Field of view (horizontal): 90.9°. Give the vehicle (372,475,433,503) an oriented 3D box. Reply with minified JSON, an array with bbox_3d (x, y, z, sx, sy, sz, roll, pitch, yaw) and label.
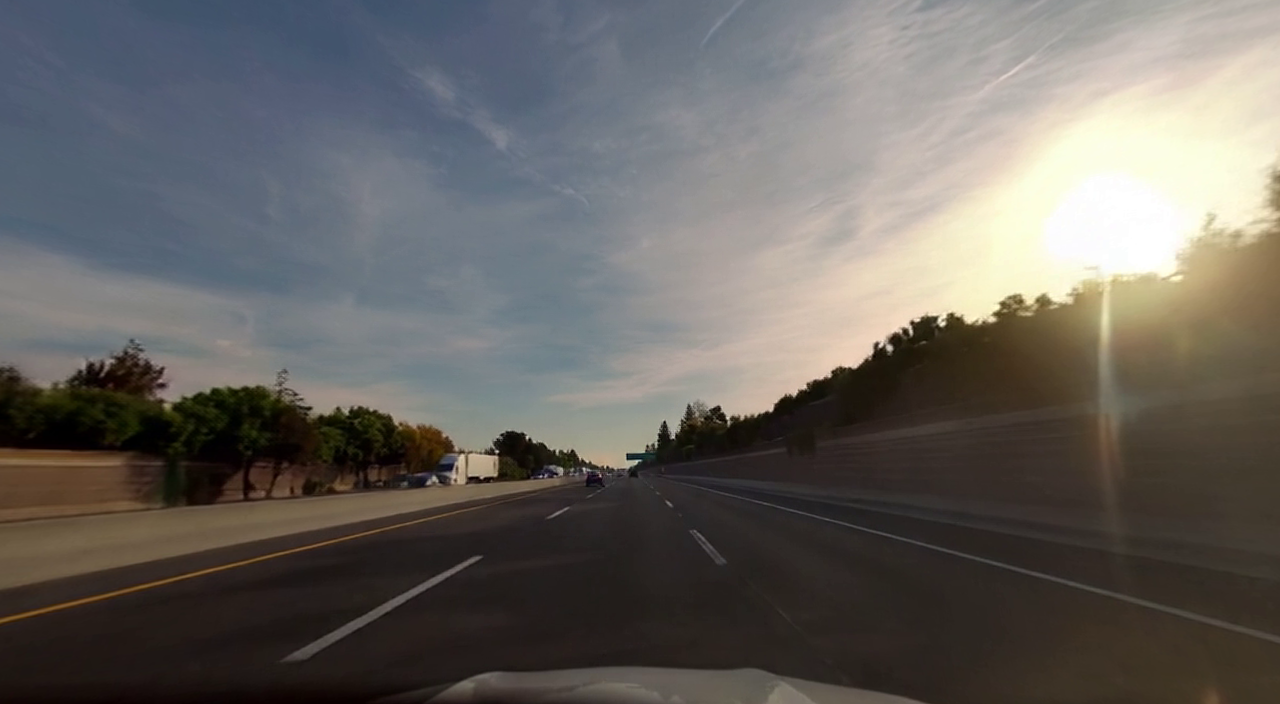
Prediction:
[{"bbox_3d":[-14.032,8.093,37.491,1.938,1.462,4.306,1,-11,0],"label":"vehicle"}]
